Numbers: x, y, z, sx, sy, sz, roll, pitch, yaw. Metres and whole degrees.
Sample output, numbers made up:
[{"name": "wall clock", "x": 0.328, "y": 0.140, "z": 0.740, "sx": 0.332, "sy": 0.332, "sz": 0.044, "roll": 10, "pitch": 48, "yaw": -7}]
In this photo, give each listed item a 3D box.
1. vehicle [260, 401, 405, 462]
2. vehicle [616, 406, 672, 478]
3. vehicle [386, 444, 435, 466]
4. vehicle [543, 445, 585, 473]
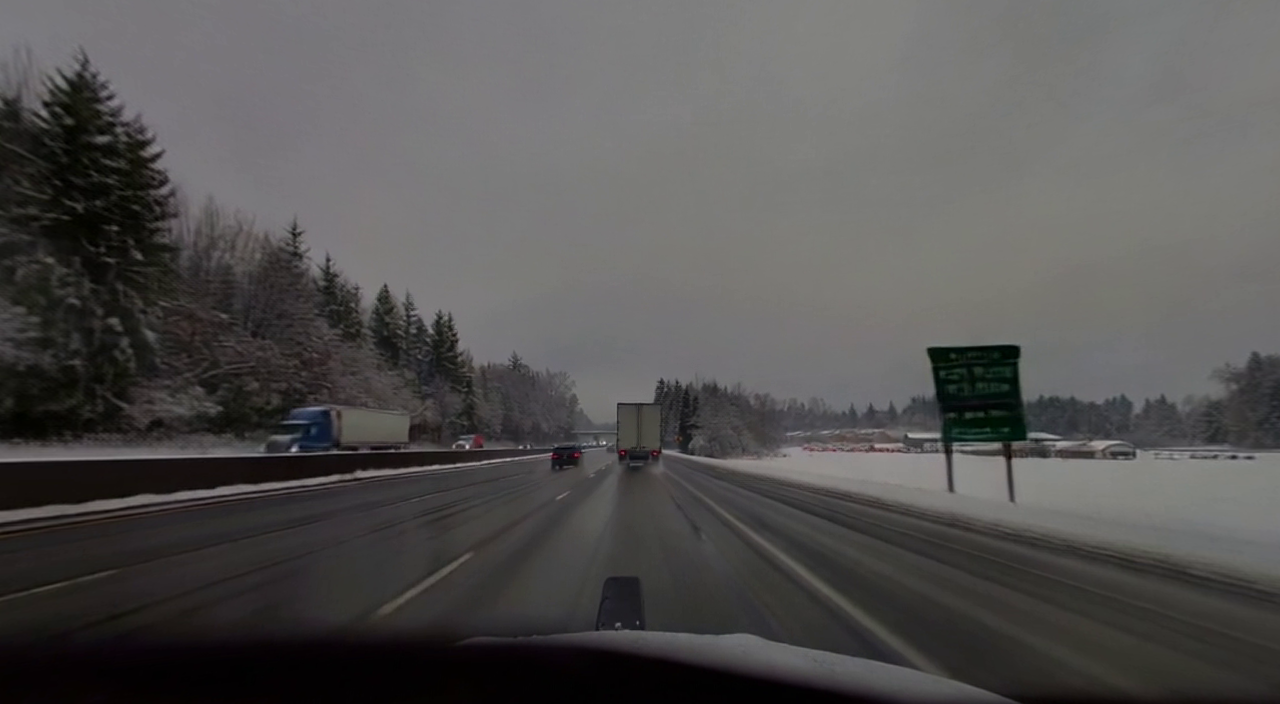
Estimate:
[{"name": "vehicle", "x": -23.292, "y": 6.560, "z": 49.908, "sx": 3.069, "sy": 3.979, "sz": 17.930, "roll": 0, "pitch": -9, "yaw": -2}, {"name": "vehicle", "x": 0.118, "y": 5.769, "z": 39.726, "sx": 2.976, "sy": 3.800, "sz": 12.335, "roll": 0, "pitch": -9, "yaw": -1}, {"name": "vehicle", "x": -16.169, "y": 7.290, "z": 44.678, "sx": 1.840, "sy": 1.474, "sz": 4.451, "roll": 0, "pitch": -9, "yaw": 0}, {"name": "vehicle", "x": -4.432, "y": 6.322, "z": 37.481, "sx": 1.964, "sy": 1.556, "sz": 4.071, "roll": 0, "pitch": -9, "yaw": 0}]
